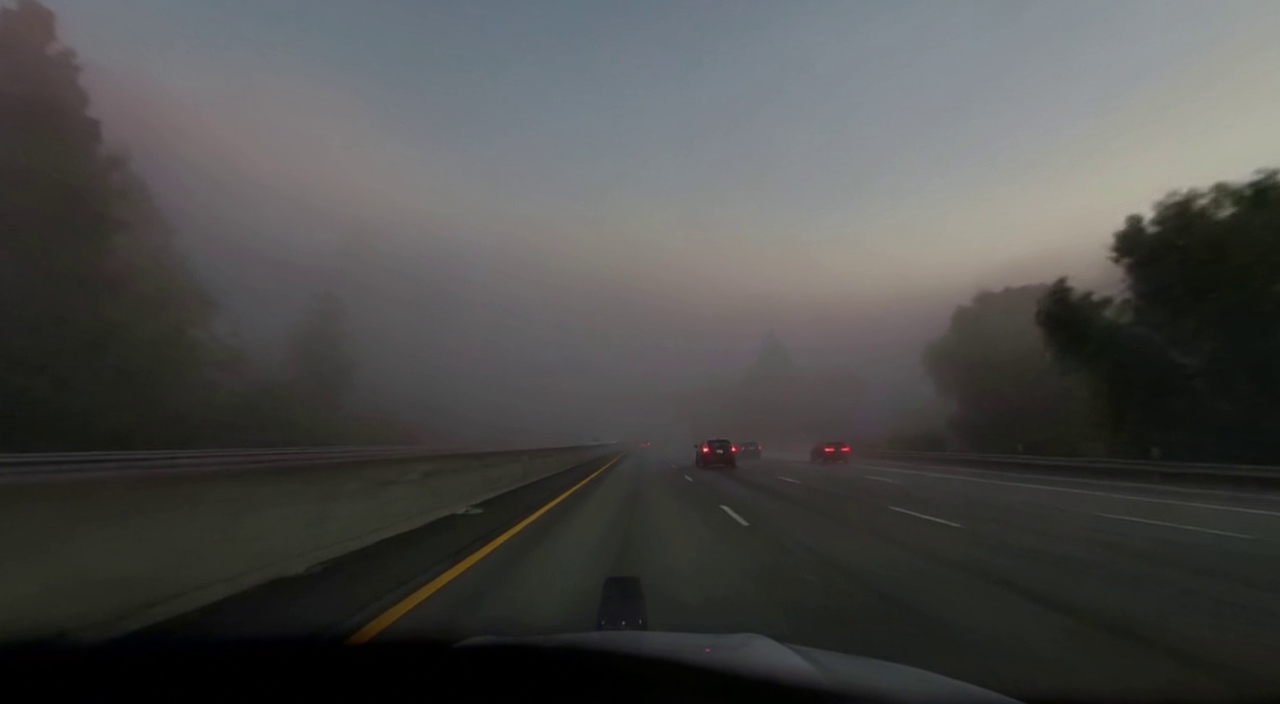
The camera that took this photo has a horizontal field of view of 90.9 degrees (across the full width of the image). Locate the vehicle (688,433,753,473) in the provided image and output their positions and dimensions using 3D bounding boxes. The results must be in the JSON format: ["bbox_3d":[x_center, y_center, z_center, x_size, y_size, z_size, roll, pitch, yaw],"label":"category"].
[{"bbox_3d":[3.517,4.506,28.335,2.326,1.644,4.206,0,-8,-1],"label":"vehicle"}]

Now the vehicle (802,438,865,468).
[{"bbox_3d":[10.445,5.483,34.409,1.970,1.479,4.480,0,-8,0],"label":"vehicle"}]
